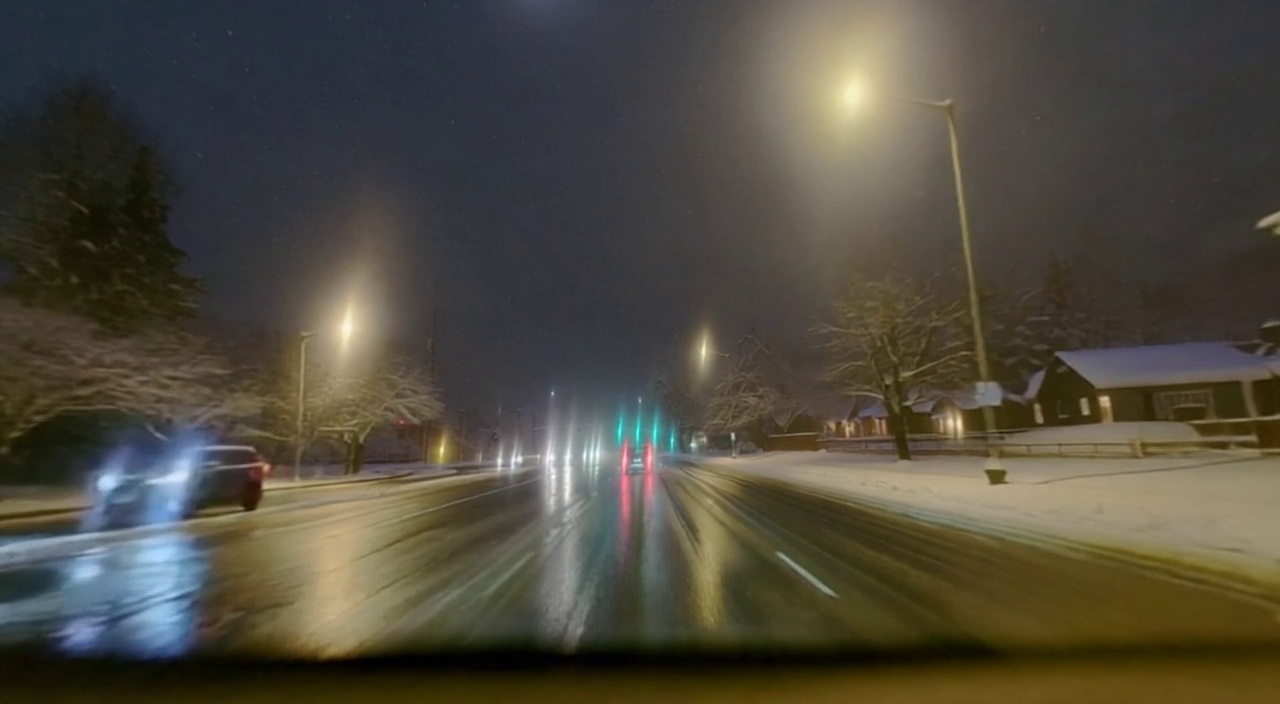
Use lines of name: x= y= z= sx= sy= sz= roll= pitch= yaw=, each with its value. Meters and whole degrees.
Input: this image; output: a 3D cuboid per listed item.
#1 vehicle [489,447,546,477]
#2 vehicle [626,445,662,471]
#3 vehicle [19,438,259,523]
vehicle: x=-6.422 y=5.824 z=33.487 sx=2.014 sy=1.472 sz=4.357 roll=0 pitch=-9 yaw=2
vehicle: x=0.257 y=6.664 z=39.745 sx=2.106 sy=1.517 sz=4.375 roll=0 pitch=-9 yaw=0
vehicle: x=-13.602 y=3.482 z=17.765 sx=2.301 sy=1.967 sz=5.468 roll=0 pitch=-9 yaw=-1
